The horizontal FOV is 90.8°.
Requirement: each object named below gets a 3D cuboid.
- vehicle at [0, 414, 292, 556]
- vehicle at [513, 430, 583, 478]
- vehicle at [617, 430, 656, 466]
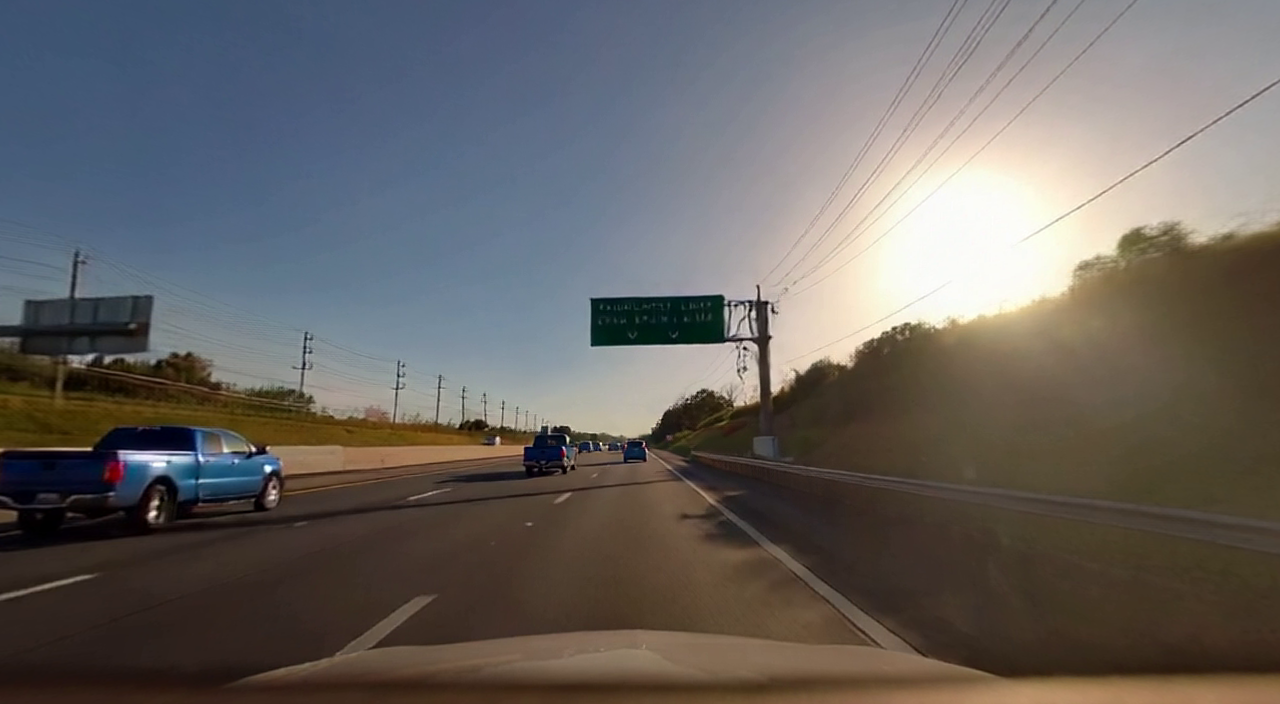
[{"bbox_3d":[-7.499,1.844,9.467,2.013,1.609,4.446,0,-8,0],"label":"vehicle"},{"bbox_3d":[-3.743,4.289,26.828,2.204,1.812,5.289,0,-8,0],"label":"vehicle"},{"bbox_3d":[-0.210,6.093,40.296,2.358,2.144,4.713,0,-8,0],"label":"vehicle"}]
